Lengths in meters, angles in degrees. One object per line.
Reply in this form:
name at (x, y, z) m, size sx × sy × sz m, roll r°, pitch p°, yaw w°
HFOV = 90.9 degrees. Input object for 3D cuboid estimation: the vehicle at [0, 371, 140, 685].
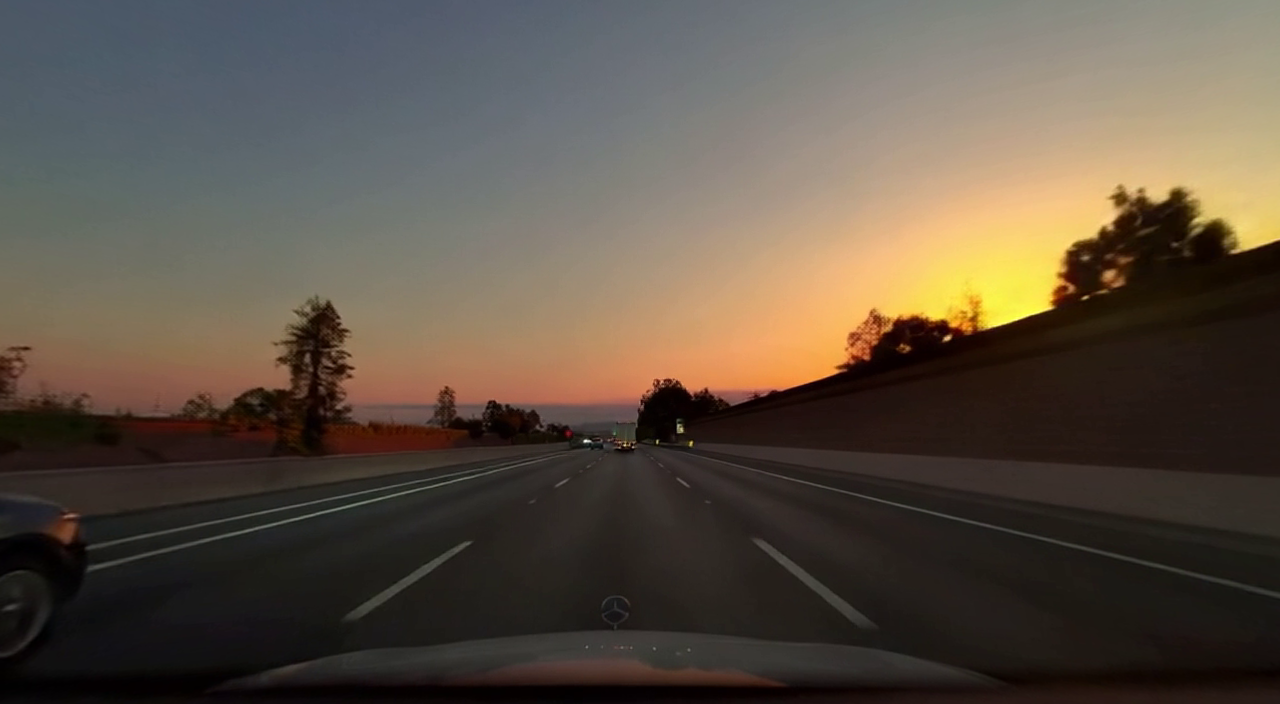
vehicle at (-4.448, 0.735, 1.865) m, size 2.123 × 1.655 × 4.688 m, roll 0°, pitch -8°, yaw -1°
